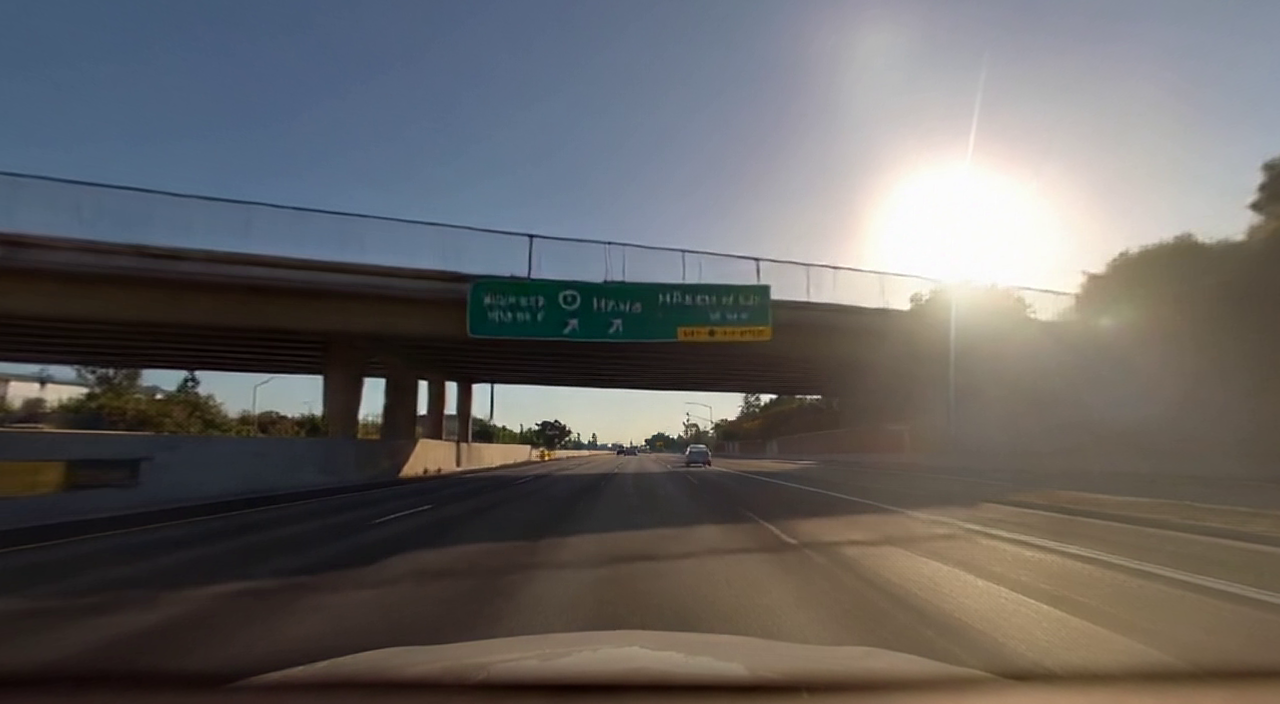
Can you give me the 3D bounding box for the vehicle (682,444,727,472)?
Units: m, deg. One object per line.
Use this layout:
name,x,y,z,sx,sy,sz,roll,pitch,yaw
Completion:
vehicle,3.571,5.967,35.634,2.033,1.501,4.398,0,-9,-1
